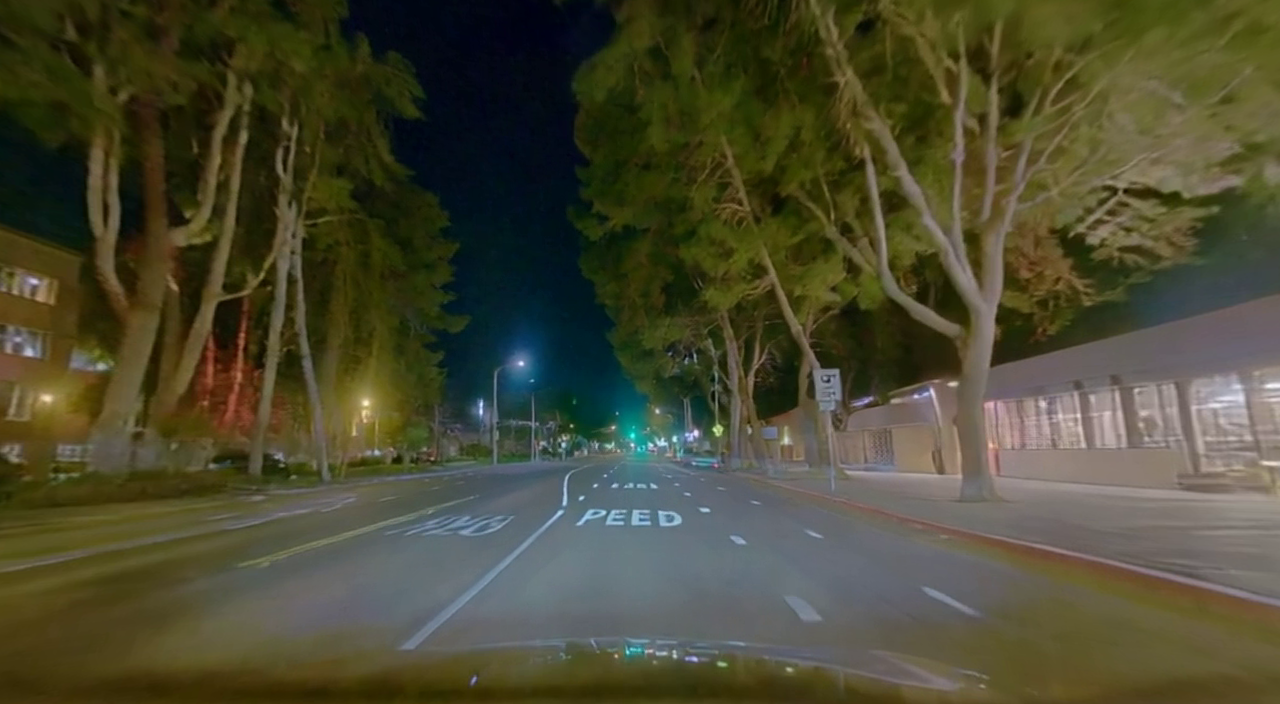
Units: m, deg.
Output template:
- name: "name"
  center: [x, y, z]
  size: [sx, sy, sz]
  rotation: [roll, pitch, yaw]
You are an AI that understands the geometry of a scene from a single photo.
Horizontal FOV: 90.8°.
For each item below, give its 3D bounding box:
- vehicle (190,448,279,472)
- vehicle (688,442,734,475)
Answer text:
- name: "vehicle"
  center: [-26.107, 6.966, 40.821]
  size: [4.402, 1.449, 1.880]
  rotation: [3, -8, -18]
- name: "vehicle"
  center: [3.955, 5.999, 35.878]
  size: [1.957, 1.753, 4.413]
  rotation: [0, -8, -2]
